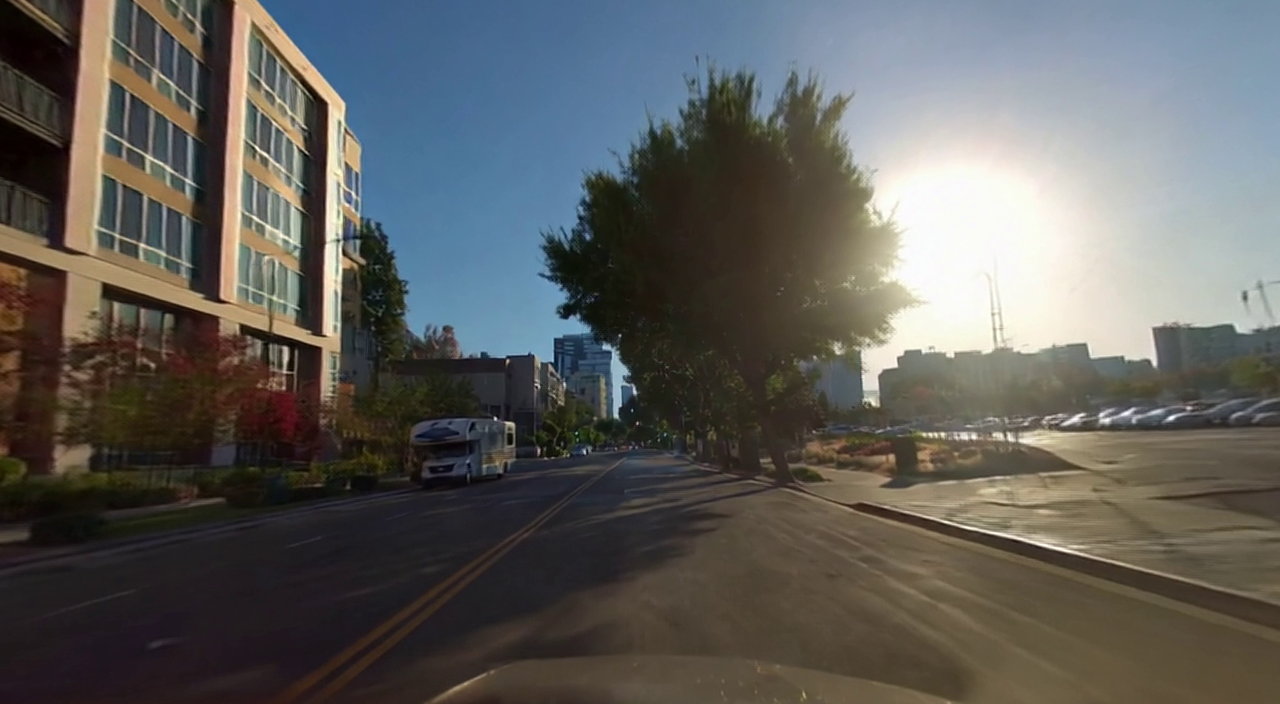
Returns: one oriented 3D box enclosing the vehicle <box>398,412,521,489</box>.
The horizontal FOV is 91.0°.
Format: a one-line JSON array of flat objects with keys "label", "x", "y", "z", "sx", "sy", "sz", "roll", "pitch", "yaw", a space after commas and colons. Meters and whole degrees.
[{"label": "vehicle", "x": -7.326, "y": 4.132, "z": 26.931, "sx": 3.108, "sy": 2.771, "sz": 7.999, "roll": 0, "pitch": -8, "yaw": -2}]
